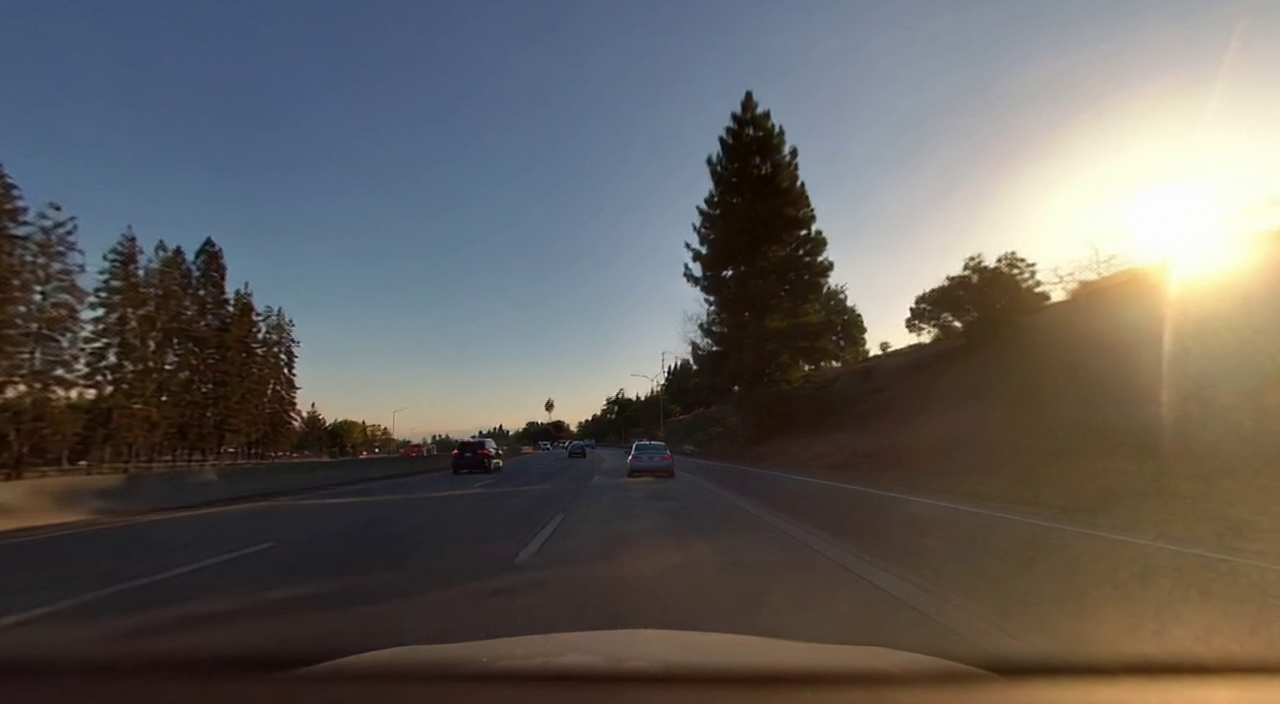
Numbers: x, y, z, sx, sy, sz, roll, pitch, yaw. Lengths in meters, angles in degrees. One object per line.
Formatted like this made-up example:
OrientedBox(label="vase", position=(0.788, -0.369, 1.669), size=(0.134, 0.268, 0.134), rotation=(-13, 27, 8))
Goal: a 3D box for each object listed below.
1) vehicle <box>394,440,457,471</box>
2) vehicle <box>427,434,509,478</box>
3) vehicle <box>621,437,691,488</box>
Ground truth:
OrientedBox(label="vehicle", position=(-11.417, 5.515, 33.896), size=(2.041, 1.534, 4.140), rotation=(0, -8, -2))
OrientedBox(label="vehicle", position=(-7.088, 4.332, 26.574), size=(2.221, 1.693, 4.631), rotation=(0, -8, -1))
OrientedBox(label="vehicle", position=(0.411, 3.516, 20.401), size=(2.051, 1.444, 3.927), rotation=(0, -8, -1))
